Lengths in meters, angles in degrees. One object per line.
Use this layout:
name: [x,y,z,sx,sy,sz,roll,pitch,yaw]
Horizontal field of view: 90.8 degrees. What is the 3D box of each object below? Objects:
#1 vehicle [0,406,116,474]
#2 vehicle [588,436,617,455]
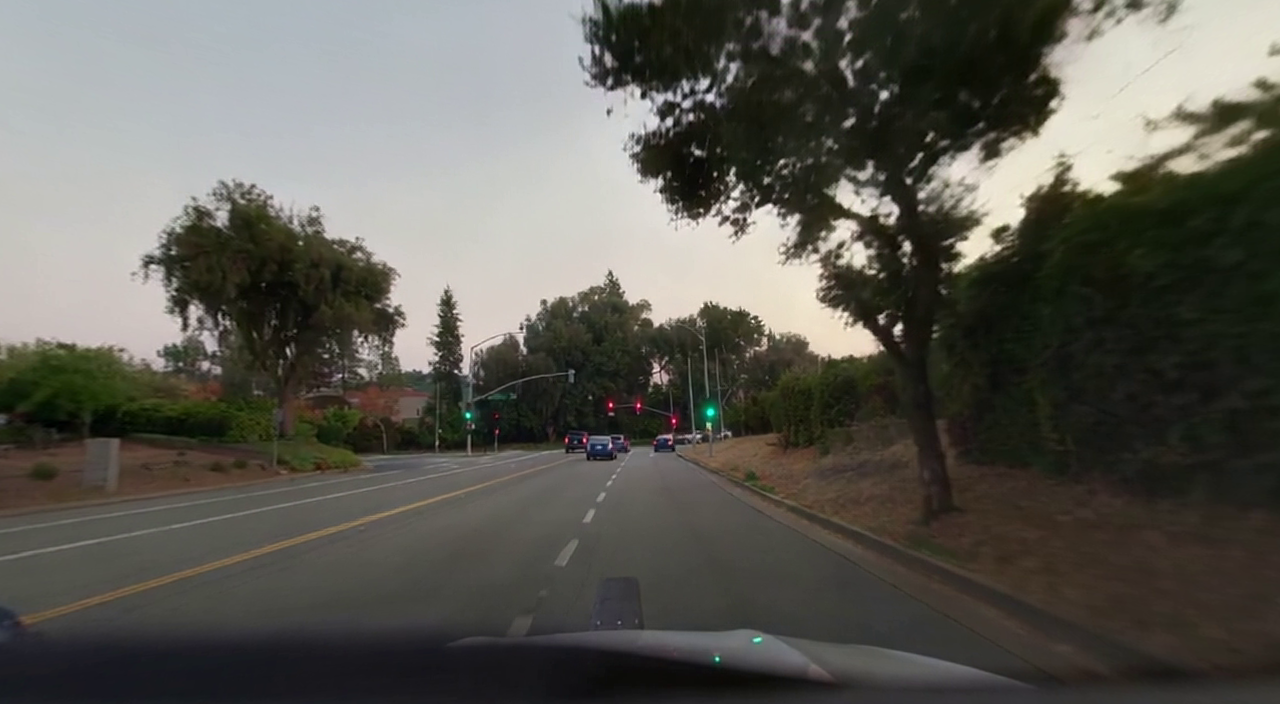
vehicle: [-33.490,4.842,35.074,9.036,3.379,2.893,-3,-8,25]
vehicle: [-2.923,7.395,49.901,1.979,1.492,3.930,0,-9,1]
